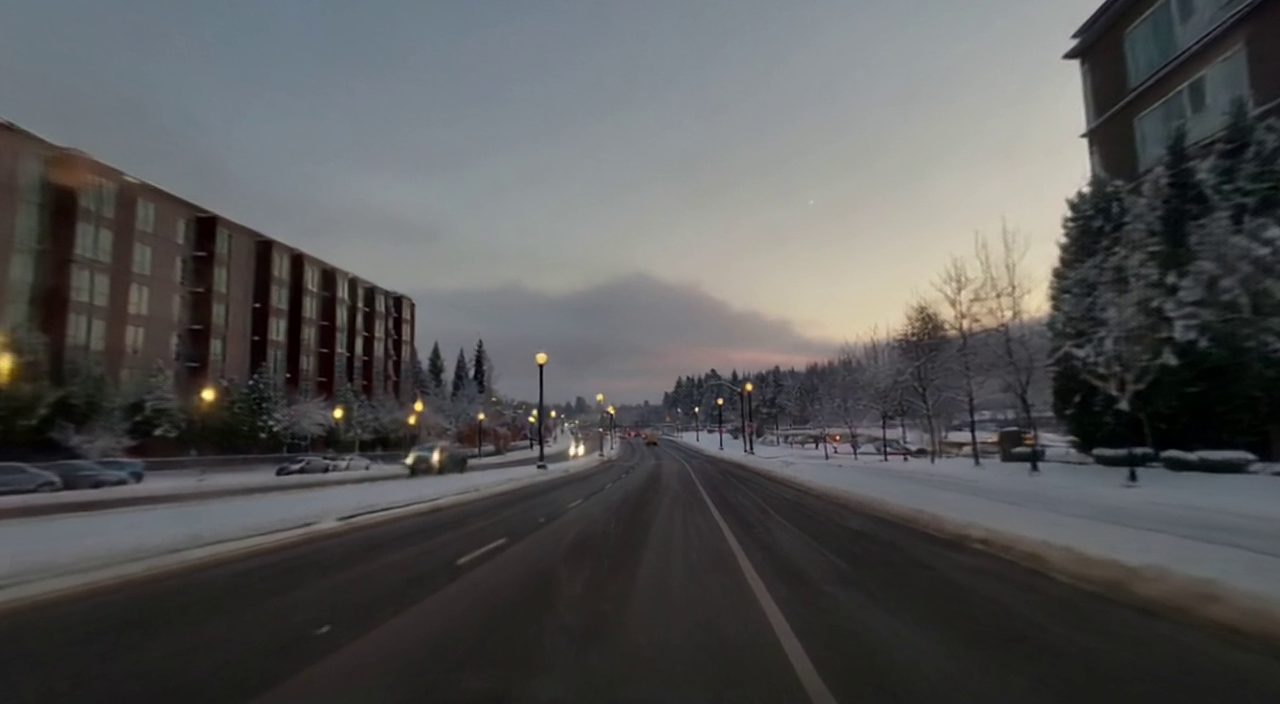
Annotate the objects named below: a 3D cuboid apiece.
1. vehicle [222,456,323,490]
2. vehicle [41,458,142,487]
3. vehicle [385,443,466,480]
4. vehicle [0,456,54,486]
[{"bbox_3d":[-18.195,5.979,31.493,1.918,1.498,4.741,-1,-8,4],"label":"vehicle"},{"bbox_3d":[-34.480,7.579,39.691,4.463,1.688,2.078,0,-8,2],"label":"vehicle"},{"bbox_3d":[-12.513,6.407,37.282,2.237,1.957,5.836,-1,-8,6],"label":"vehicle"},{"bbox_3d":[-40.537,7.551,40.036,4.668,1.773,1.928,0,-8,2],"label":"vehicle"}]
